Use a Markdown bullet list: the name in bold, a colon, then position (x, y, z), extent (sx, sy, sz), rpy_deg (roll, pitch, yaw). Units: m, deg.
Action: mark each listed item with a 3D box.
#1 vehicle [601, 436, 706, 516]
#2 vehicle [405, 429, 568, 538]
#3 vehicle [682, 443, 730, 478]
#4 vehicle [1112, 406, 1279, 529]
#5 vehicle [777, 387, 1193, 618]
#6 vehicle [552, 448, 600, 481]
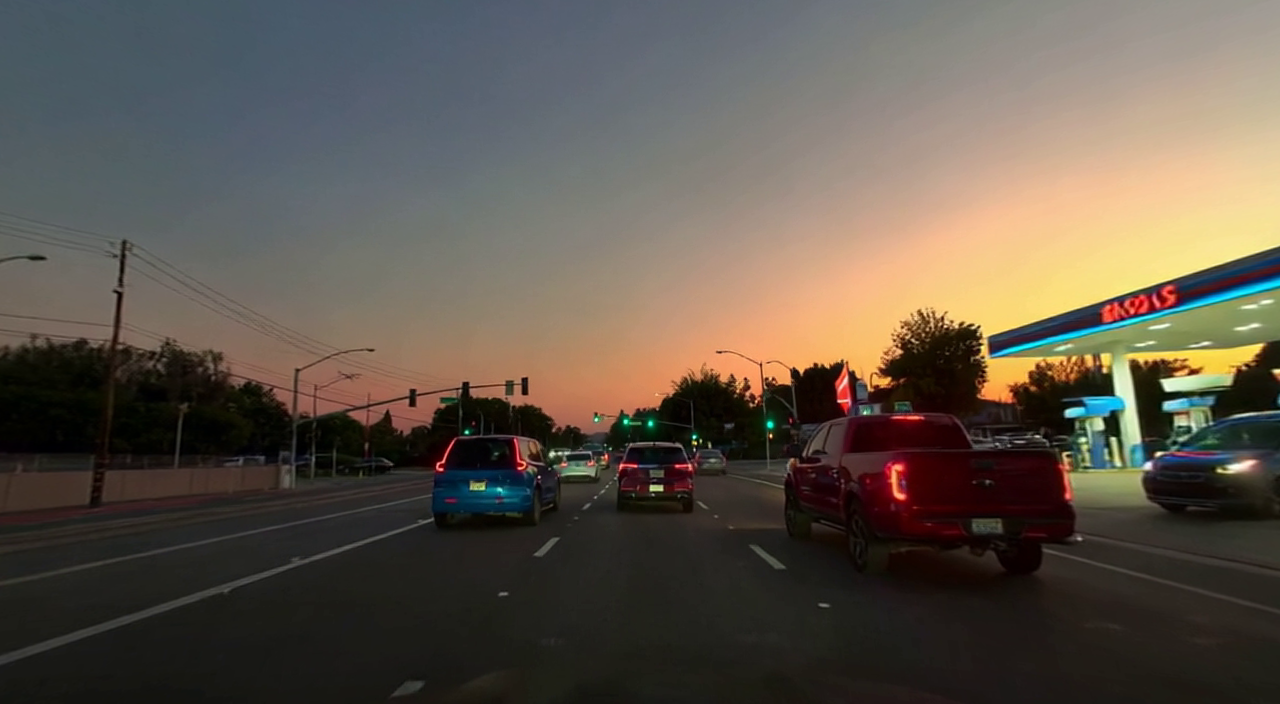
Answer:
- **vehicle**: position (0.262, 2.889, 15.223), extent (2.181, 1.650, 4.083), rpy_deg (0, -8, -1)
- **vehicle**: position (-2.735, 2.438, 12.374), extent (2.019, 1.731, 4.299), rpy_deg (0, -8, 1)
- **vehicle**: position (3.525, 5.857, 34.225), extent (2.122, 1.745, 4.337), rpy_deg (0, -8, 0)
- **vehicle**: position (13.003, 2.087, 12.547), extent (5.925, 2.008, 2.478), rpy_deg (0, -8, -16)
- **vehicle**: position (3.383, 1.610, 7.854), extent (2.161, 1.868, 5.321), rpy_deg (0, -8, 0)
- **vehicle**: position (-3.161, 5.659, 32.000), extent (1.954, 1.497, 4.078), rpy_deg (0, -8, 1)
